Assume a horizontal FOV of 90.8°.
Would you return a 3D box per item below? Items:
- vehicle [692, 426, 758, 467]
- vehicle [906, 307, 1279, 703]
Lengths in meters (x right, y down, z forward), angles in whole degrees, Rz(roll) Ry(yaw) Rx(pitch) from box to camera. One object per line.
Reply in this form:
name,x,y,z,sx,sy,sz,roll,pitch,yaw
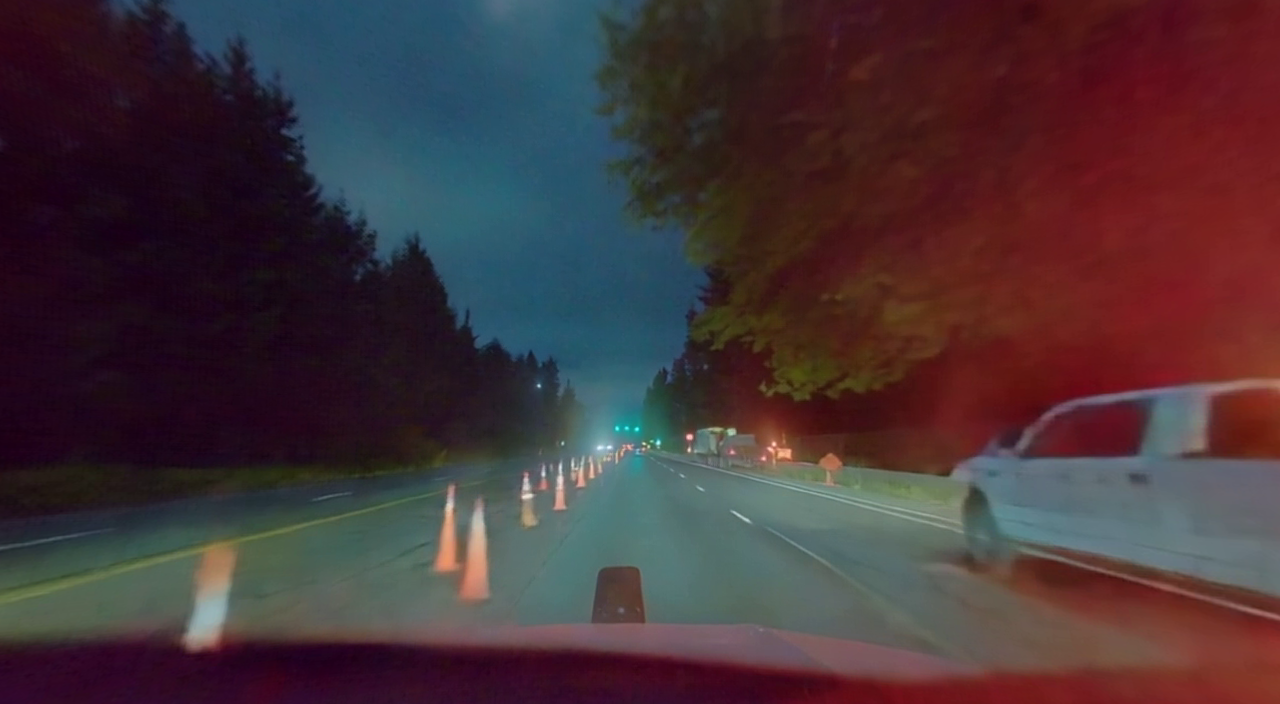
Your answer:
vehicle,6.317,7.142,47.674,2.390,2.899,4.603,6,-10,-35
vehicle,4.724,1.115,4.700,2.694,2.177,6.177,1,-10,-1
